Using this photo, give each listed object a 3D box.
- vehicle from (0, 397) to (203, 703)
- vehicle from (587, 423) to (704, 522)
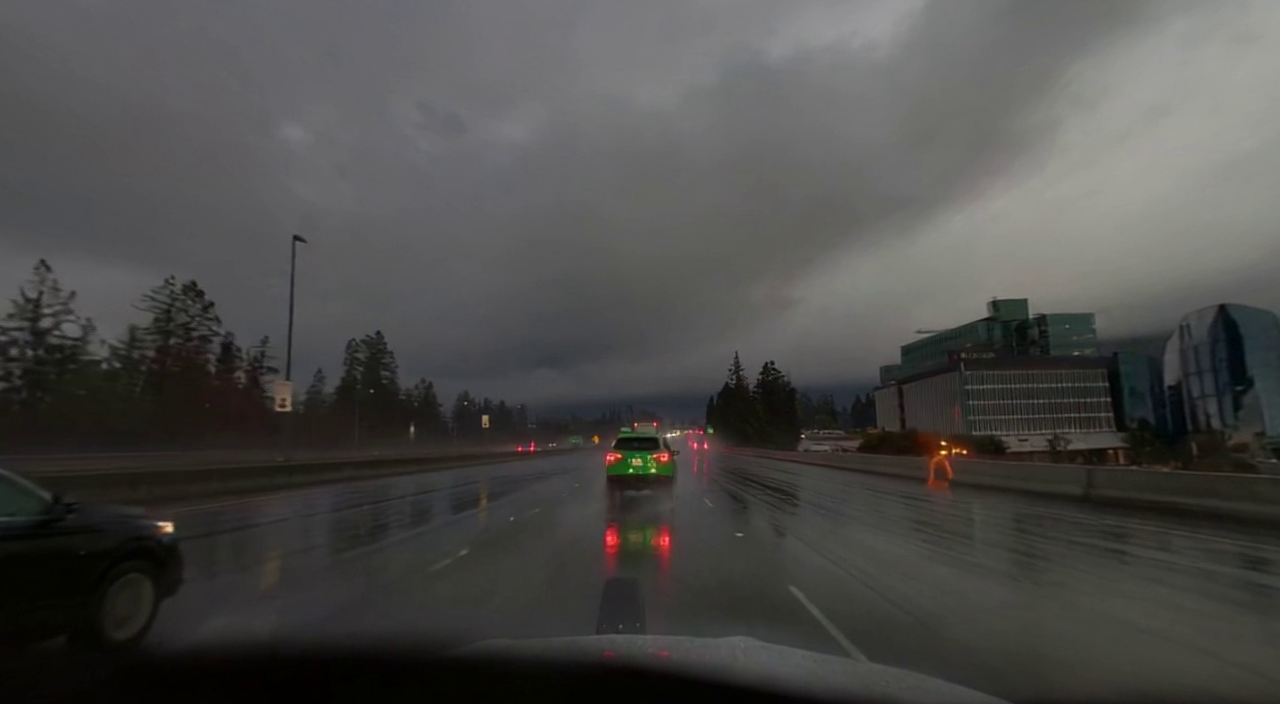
[{"bbox_3d":[-4.006,0.837,2.088,1.969,1.520,4.190,0,-9,2],"label":"vehicle"},{"bbox_3d":[0.149,2.511,13.609,2.111,1.742,4.315,0,-9,1],"label":"vehicle"}]
